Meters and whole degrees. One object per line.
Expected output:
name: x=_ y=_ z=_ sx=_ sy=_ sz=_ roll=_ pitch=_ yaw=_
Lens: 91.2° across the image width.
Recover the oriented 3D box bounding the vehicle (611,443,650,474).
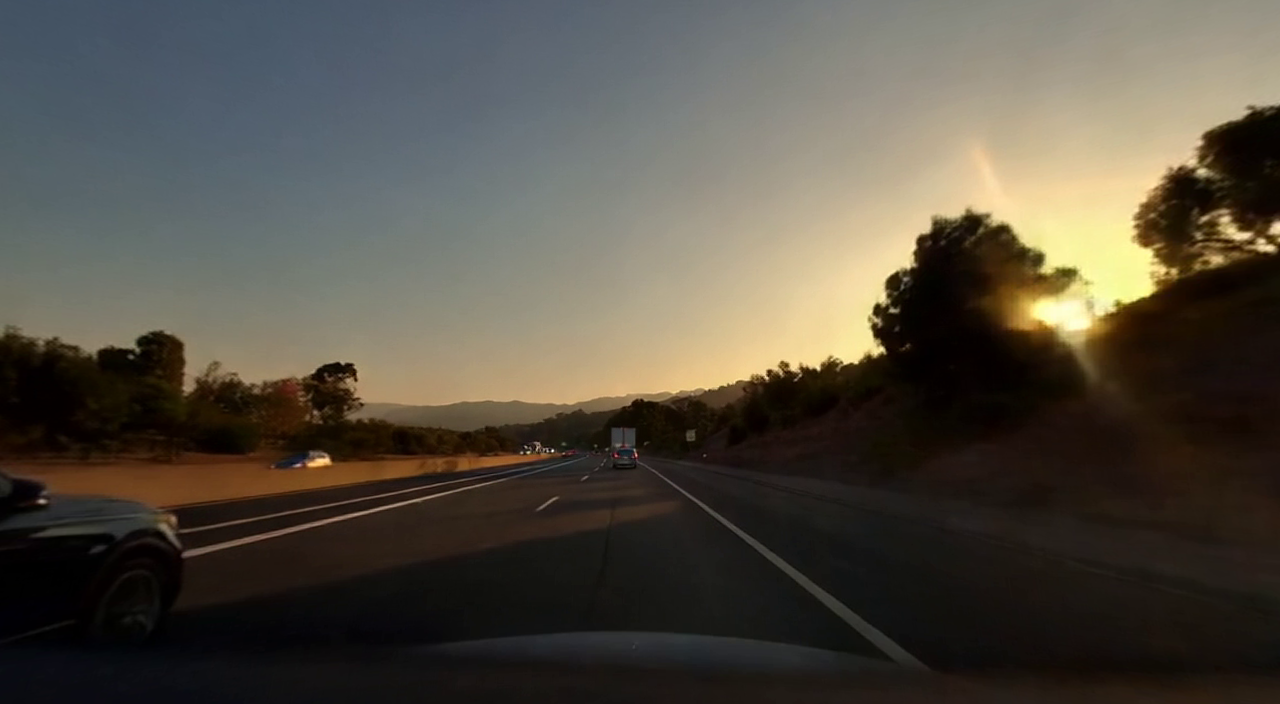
vehicle: x=-0.597 y=6.425 z=37.863 sx=2.230 sy=1.715 sz=4.243 roll=0 pitch=-9 yaw=-1

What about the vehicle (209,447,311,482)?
vehicle: x=-17.849 y=5.290 z=29.740 sx=1.937 sy=1.513 sz=4.686 roll=0 pitch=-9 yaw=-1

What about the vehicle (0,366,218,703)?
vehicle: x=-4.022 y=0.757 z=1.916 sx=2.181 sy=1.653 sz=4.691 roll=0 pitch=-9 yaw=0
